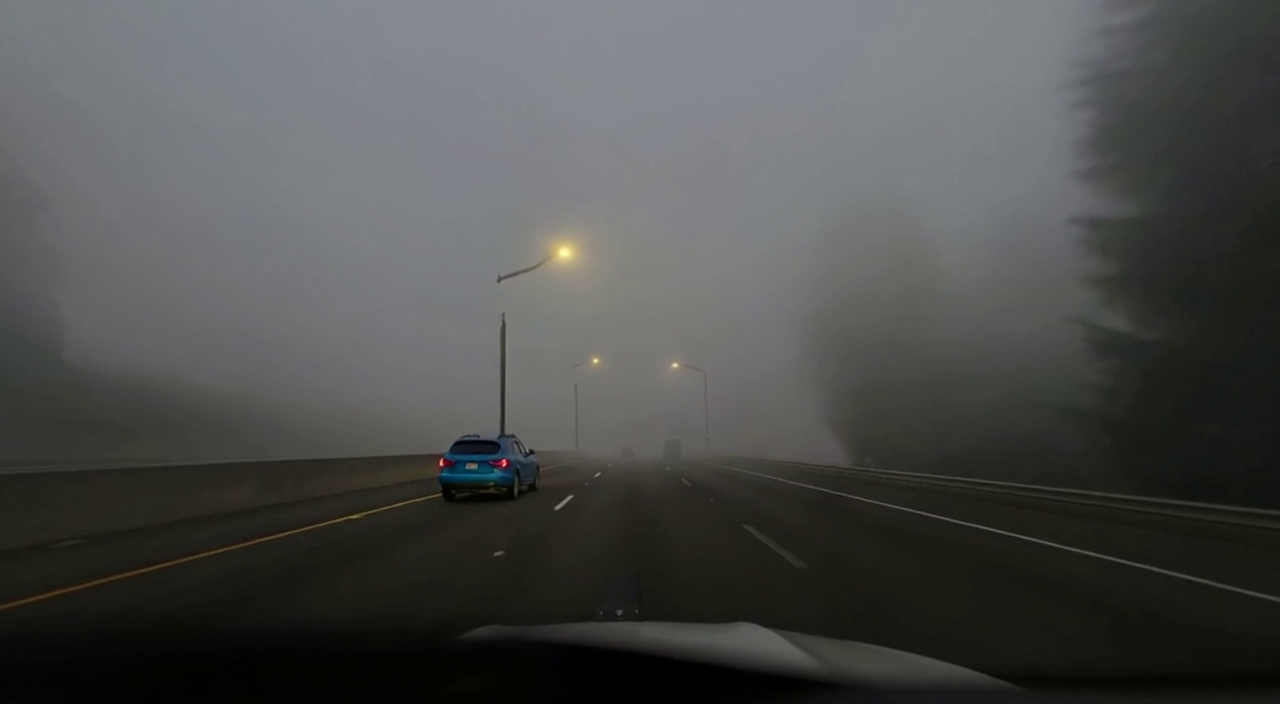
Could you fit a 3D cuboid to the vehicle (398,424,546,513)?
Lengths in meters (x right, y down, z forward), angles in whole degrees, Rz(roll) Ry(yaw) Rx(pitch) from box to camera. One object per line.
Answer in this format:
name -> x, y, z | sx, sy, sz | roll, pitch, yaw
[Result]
vehicle -> -3.821, 2.770, 15.517 | 2.205, 1.773, 5.124 | 0, -9, 0
